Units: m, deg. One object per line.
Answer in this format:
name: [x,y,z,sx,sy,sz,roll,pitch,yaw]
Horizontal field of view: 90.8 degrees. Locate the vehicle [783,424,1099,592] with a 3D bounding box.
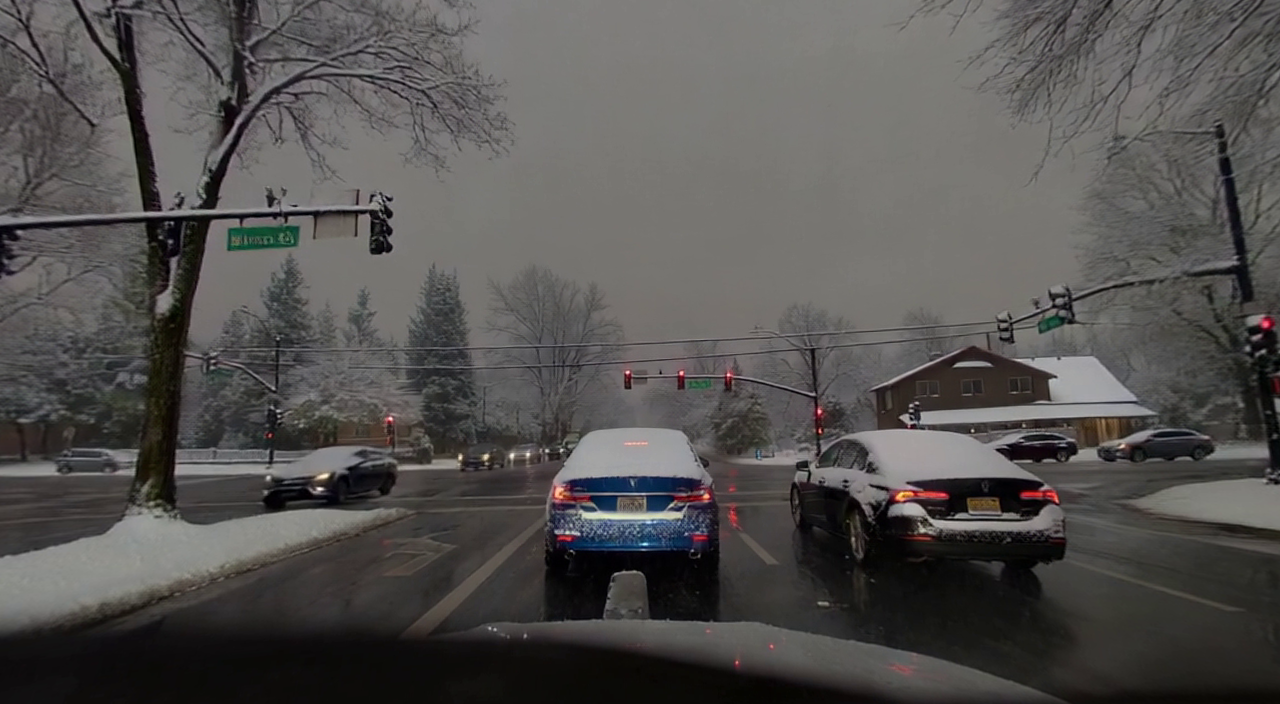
vehicle: [3.196,1.724,7.831,1.913,1.505,4.097,0,-8,0]

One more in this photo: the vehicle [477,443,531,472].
vehicle: [-7.552,5.896,35.572,2.003,1.480,4.633,0,-8,0]

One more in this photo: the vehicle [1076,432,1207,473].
vehicle: [23.989,4.792,30.330,4.520,1.762,2.005,-2,-8,-1]

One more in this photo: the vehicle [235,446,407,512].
vehicle: [-7.585,3.025,15.580,2.040,1.374,4.150,0,-8,0]

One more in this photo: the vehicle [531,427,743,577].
vehicle: [-0.056,1.798,8.390,2.103,1.478,4.073,0,-8,-1]

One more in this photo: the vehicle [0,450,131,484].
vehicle: [-28.139,5.608,31.050,4.538,1.591,1.949,0,-8,1]
